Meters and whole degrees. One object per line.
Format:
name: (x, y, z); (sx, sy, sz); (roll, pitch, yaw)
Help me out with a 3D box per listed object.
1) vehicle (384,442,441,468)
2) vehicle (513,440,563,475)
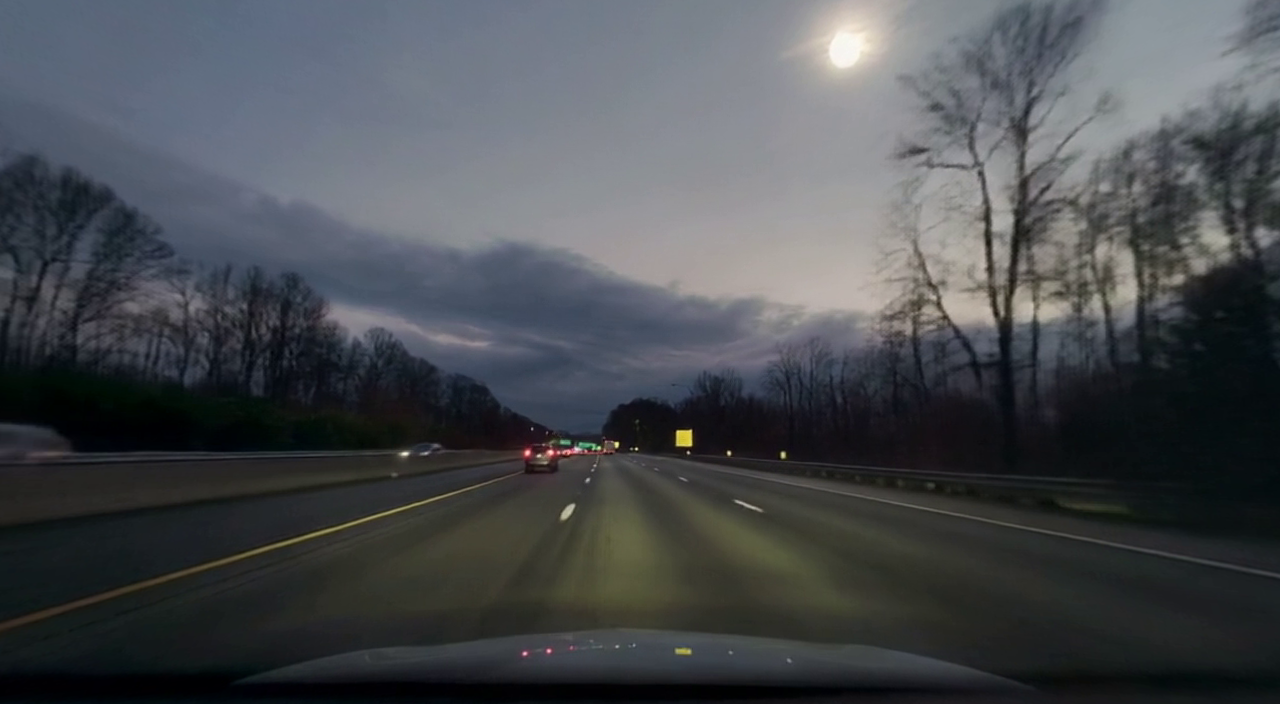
vehicle: (-14.530, 6.578, 40.349); (2.122, 1.535, 4.780); (0, -9, -3)
vehicle: (-5.330, 5.574, 33.375); (2.151, 1.693, 4.201); (0, -9, -3)
